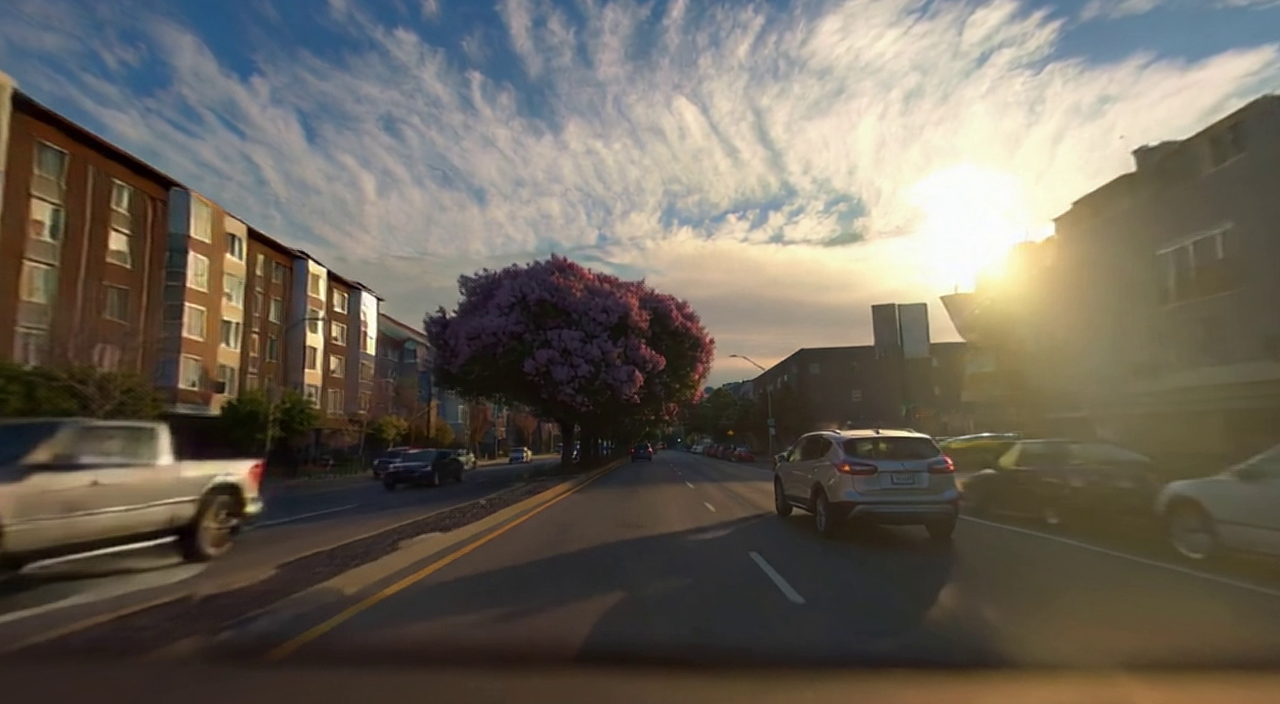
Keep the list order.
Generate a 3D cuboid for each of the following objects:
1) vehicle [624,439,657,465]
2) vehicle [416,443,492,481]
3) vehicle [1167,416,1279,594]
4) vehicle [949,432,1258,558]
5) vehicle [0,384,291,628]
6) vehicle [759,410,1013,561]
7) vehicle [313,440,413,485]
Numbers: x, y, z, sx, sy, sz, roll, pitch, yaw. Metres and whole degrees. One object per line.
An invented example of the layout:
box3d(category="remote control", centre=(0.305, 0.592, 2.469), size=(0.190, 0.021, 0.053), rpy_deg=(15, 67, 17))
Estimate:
box3d(category="vehicle", centre=(0.070, 7.225, 45.635), size=(2.244, 1.813, 4.129), rpy_deg=(0, -8, 1))
box3d(category="vehicle", centre=(-7.930, 4.725, 27.330), size=(1.931, 1.491, 4.026), rpy_deg=(0, -8, 2))
box3d(category="vehicle", centre=(7.198, 1.340, 5.095), size=(2.022, 1.714, 4.550), rpy_deg=(0, -8, 2))
box3d(category="vehicle", centre=(7.309, 2.197, 10.749), size=(1.865, 1.576, 4.651), rpy_deg=(1, -7, 2))
box3d(category="vehicle", centre=(-5.717, 1.327, 6.022), size=(2.034, 1.771, 4.795), rpy_deg=(-1, -7, 0))
box3d(category="vehicle", centre=(3.314, 1.894, 9.714), size=(2.071, 1.747, 4.549), rpy_deg=(0, -8, 0))
box3d(category="vehicle", centre=(-11.738, 4.688, 27.133), size=(2.021, 1.730, 4.866), rpy_deg=(0, -8, 1))
